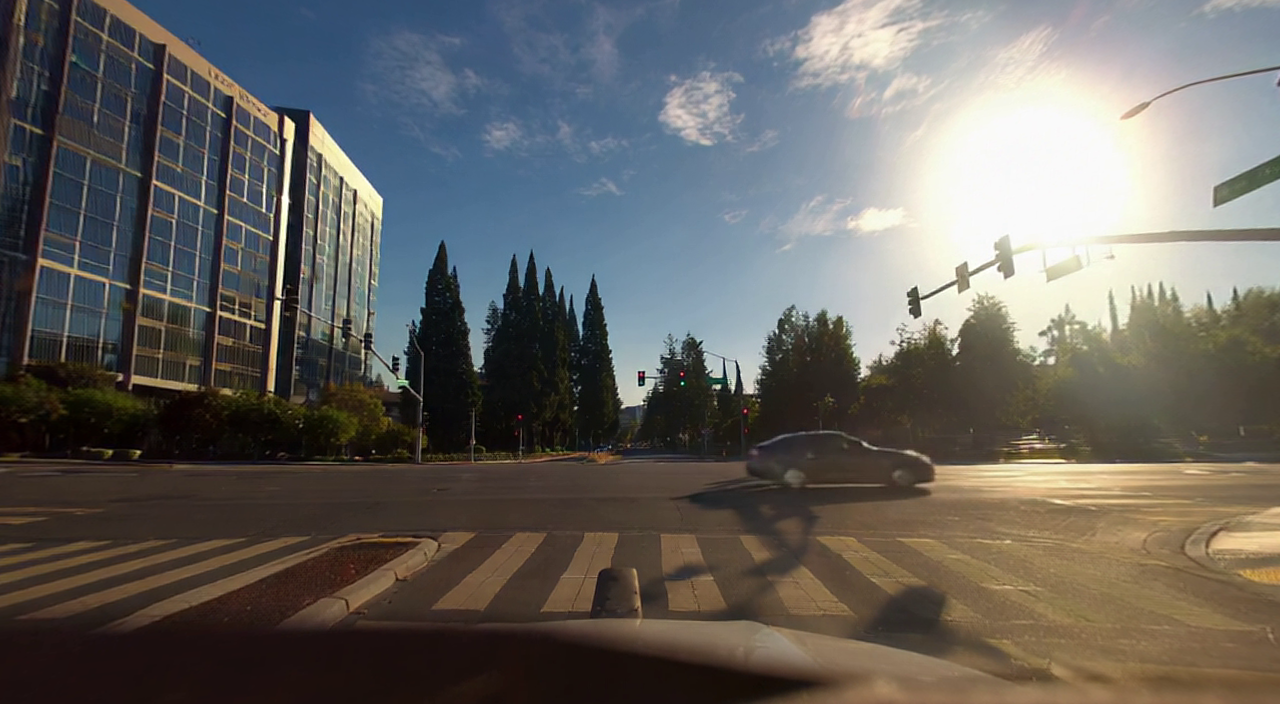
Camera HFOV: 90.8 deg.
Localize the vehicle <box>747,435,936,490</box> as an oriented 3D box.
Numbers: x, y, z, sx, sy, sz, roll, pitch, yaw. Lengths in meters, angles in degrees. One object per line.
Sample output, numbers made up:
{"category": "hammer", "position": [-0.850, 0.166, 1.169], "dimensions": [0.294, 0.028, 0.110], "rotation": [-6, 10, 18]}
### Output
{"category": "vehicle", "position": [5.757, 3.216, 18.583], "dimensions": [4.838, 1.468, 2.052], "rotation": [0, -9, 1]}
